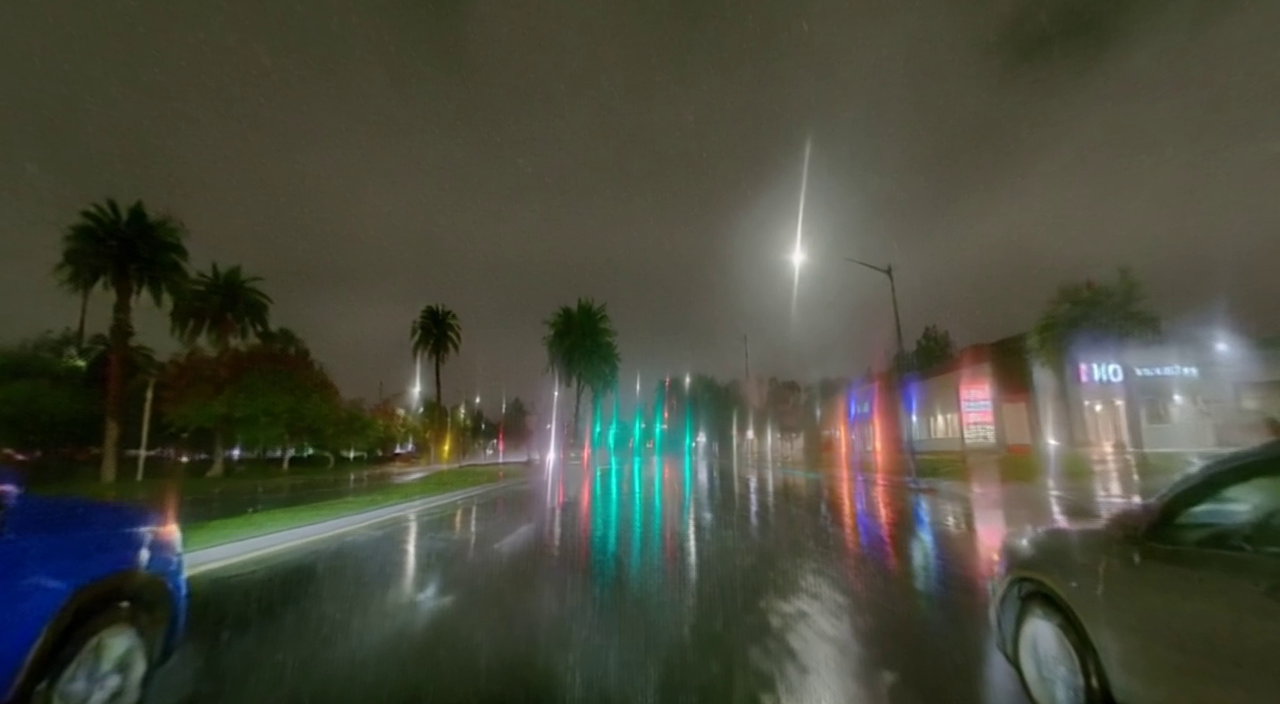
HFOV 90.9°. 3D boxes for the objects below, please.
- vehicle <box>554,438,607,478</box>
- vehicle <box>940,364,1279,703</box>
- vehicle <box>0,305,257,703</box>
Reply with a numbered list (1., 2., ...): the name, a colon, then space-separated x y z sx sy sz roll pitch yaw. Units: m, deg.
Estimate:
1. vehicle: -2.727 4.980 29.973 1.998 1.743 4.402 0 -8 1
2. vehicle: 2.823 0.789 1.781 1.946 1.513 4.133 0 -8 1
3. vehicle: -3.213 0.633 1.317 2.058 1.804 4.391 0 -8 -1
